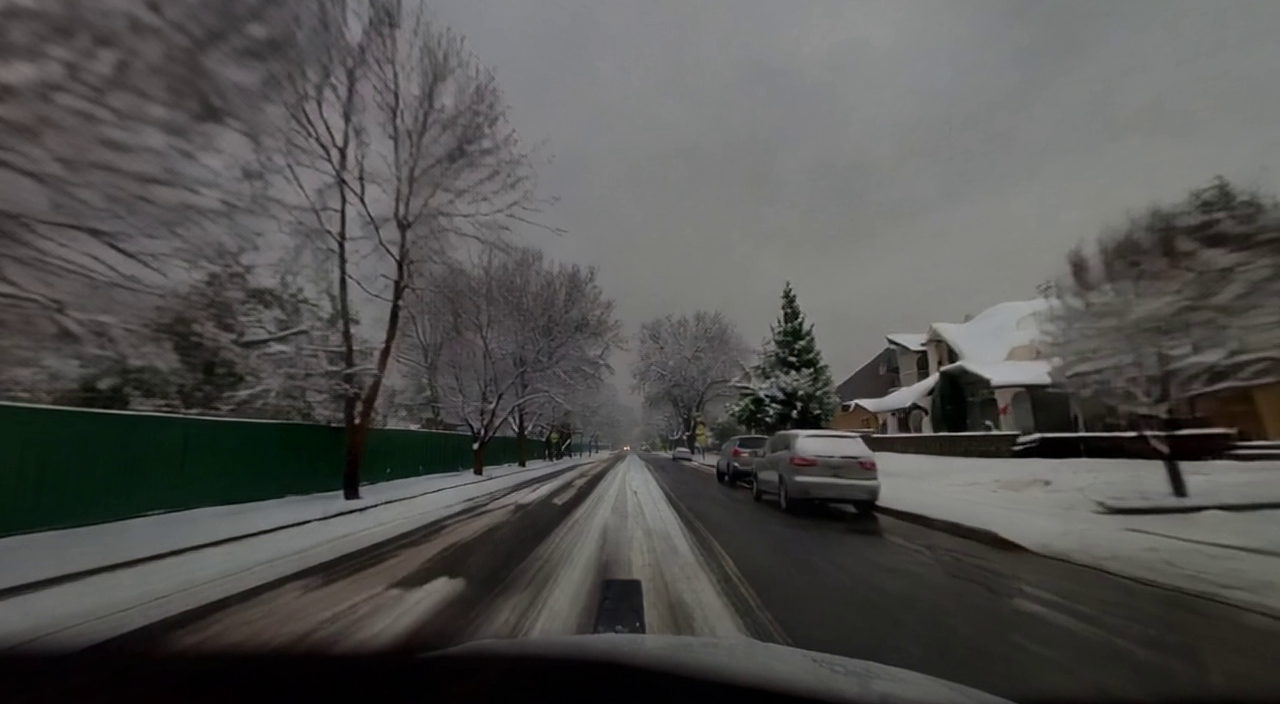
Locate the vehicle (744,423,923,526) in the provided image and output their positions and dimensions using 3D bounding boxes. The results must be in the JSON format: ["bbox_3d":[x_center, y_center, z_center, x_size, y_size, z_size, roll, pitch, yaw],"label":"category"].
[{"bbox_3d":[3.591,2.388,12.890,2.122,1.673,4.876,0,-8,0],"label":"vehicle"}]
